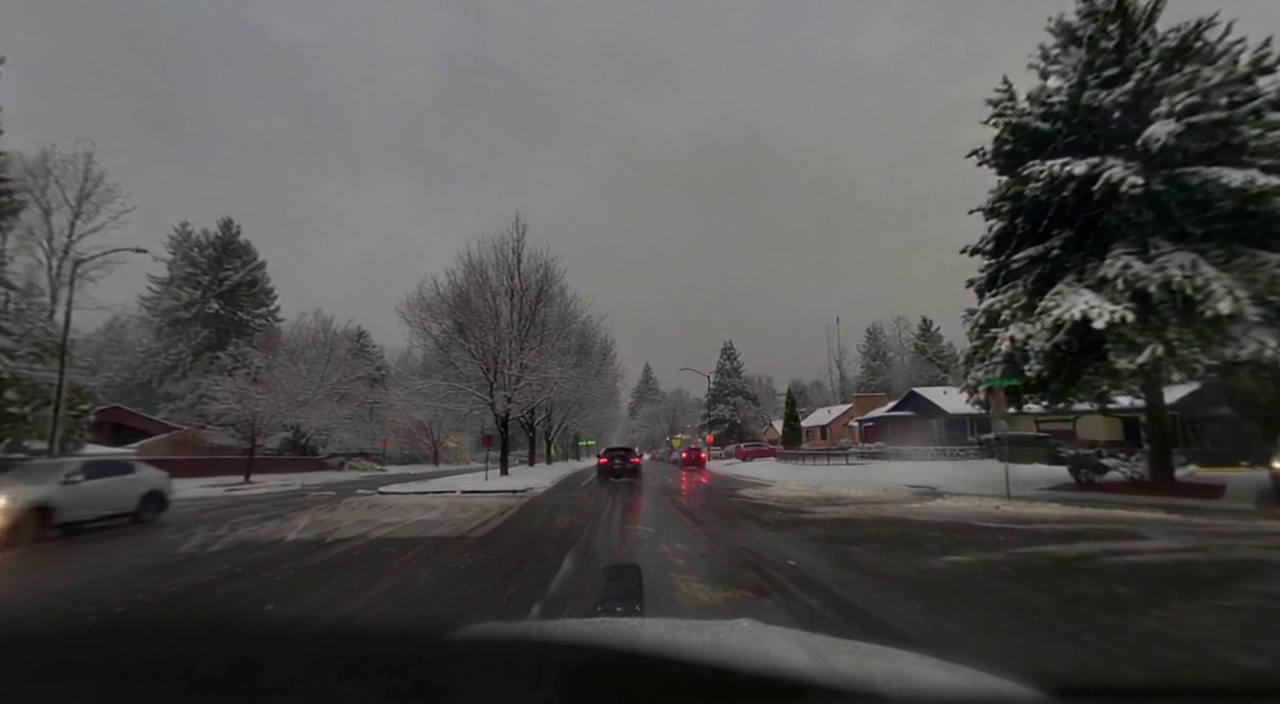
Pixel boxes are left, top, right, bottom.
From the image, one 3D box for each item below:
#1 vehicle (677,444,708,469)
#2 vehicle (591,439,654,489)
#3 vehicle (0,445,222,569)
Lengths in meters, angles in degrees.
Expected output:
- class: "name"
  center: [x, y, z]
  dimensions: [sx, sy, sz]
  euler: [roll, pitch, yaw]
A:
- class: "vehicle"
  center: [3.904, 7.822, 47.605]
  dimensions: [2.045, 1.776, 4.851]
  euler: [0, -8, 2]
- class: "vehicle"
  center: [-0.603, 4.051, 23.230]
  dimensions: [2.106, 1.655, 3.717]
  euler: [0, -8, -1]
- class: "vehicle"
  center: [-8.606, 2.239, 9.894]
  dimensions: [1.861, 1.516, 3.752]
  euler: [1, -8, -7]
